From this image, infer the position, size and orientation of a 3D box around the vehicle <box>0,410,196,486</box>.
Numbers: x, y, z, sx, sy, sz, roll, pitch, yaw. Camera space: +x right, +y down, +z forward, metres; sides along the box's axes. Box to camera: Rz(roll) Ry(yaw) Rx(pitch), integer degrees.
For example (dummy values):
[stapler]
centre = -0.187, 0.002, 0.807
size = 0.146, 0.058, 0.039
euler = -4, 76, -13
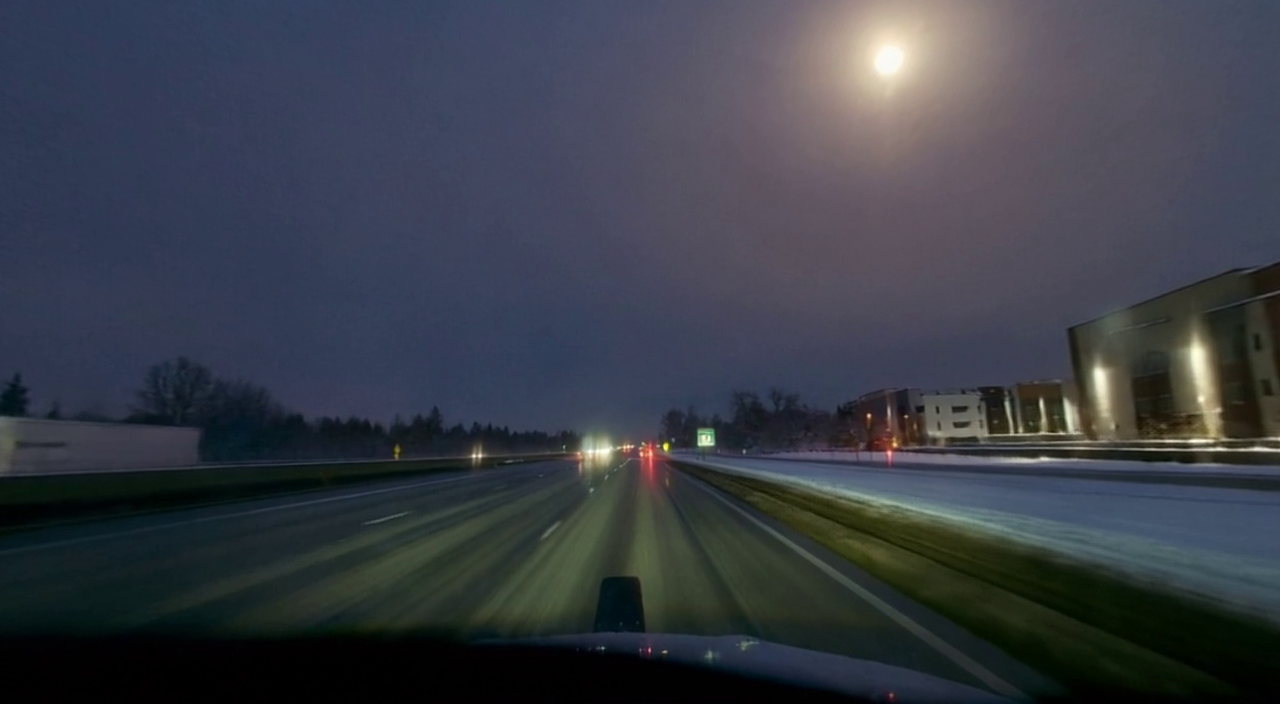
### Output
[vehicle]
centre = -35.390, 6.058, 39.728
size = 2.917, 3.981, 16.129
euler = 0, -9, 0
